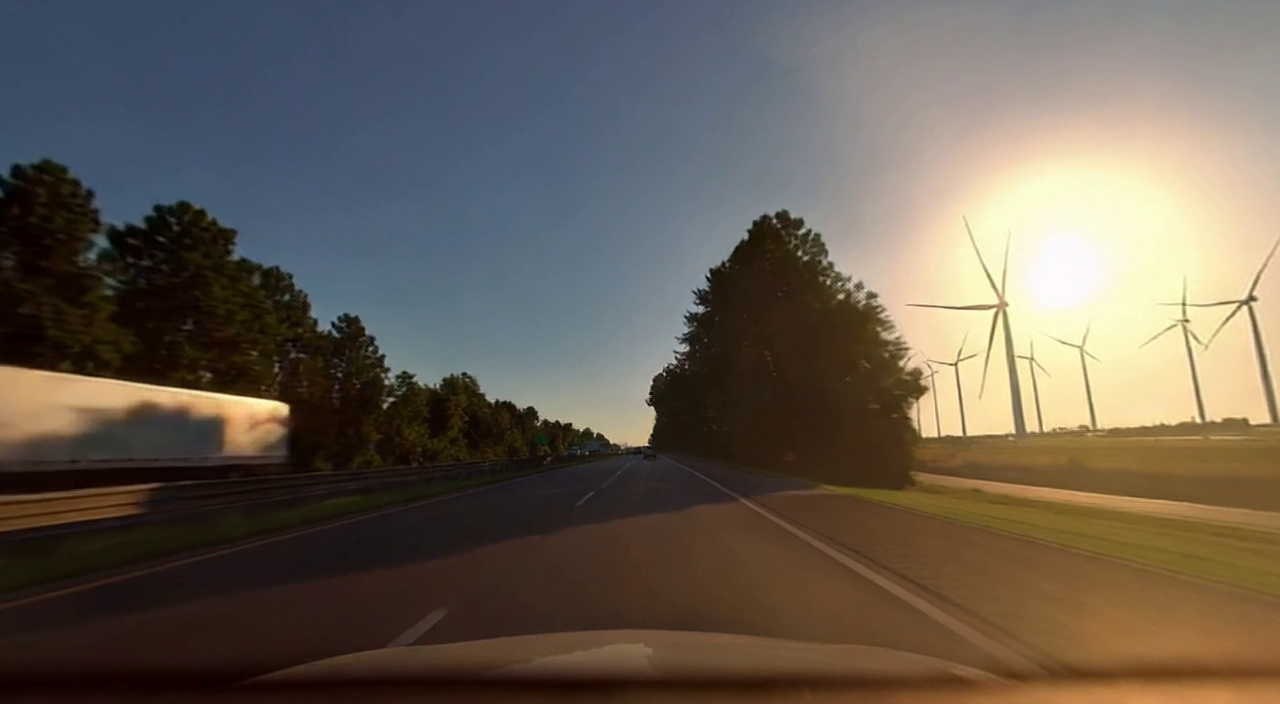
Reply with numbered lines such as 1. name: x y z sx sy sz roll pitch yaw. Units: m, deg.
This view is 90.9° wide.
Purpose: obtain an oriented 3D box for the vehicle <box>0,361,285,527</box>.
1. vehicle: -16.179 2.797 18.794 3.075 3.796 13.505 0 -9 1
